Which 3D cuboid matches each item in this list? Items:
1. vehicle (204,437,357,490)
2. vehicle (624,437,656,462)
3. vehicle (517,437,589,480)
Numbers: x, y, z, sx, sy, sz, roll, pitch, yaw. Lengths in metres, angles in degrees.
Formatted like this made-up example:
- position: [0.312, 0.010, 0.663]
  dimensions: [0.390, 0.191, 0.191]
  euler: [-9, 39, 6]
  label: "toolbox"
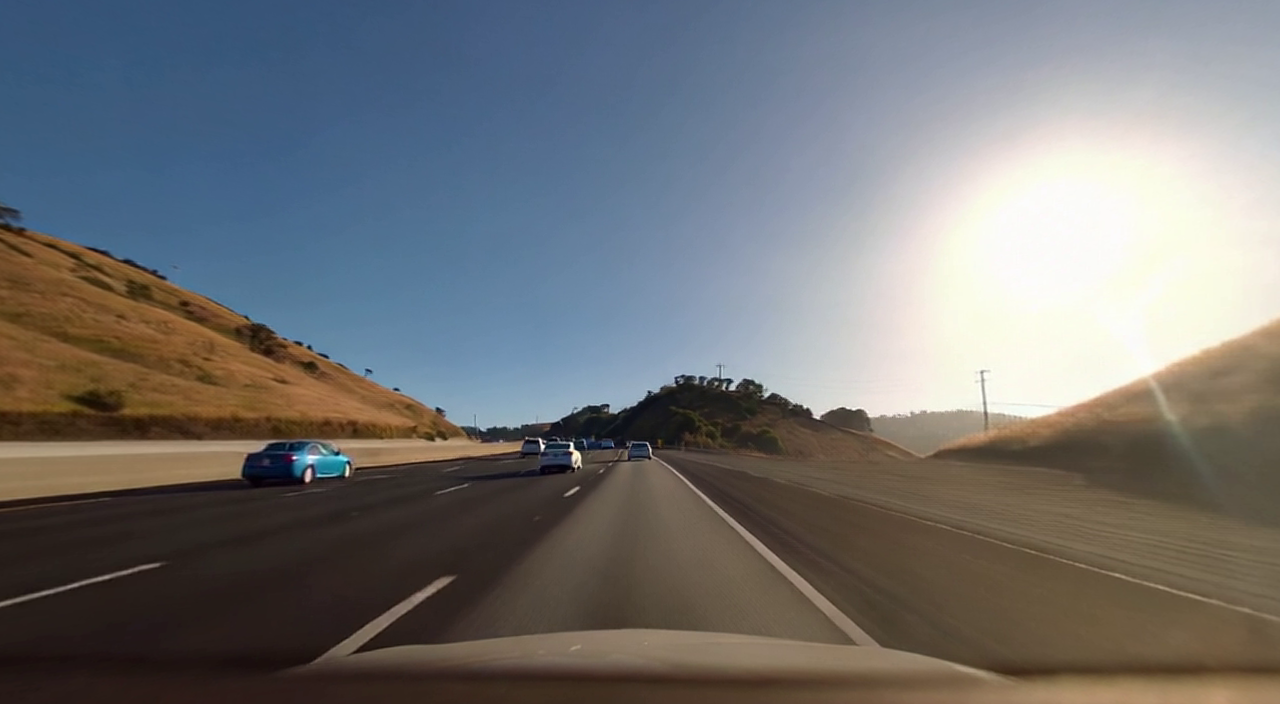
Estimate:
- position: [-11.234, 3.496, 20.250]
  dimensions: [1.945, 1.466, 4.947]
  euler: [-1, -8, 1]
  label: "vehicle"
- position: [0.016, 6.990, 45.291]
  dimensions: [2.138, 1.674, 4.044]
  euler: [0, -8, 0]
  label: "vehicle"
- position: [-3.317, 4.152, 24.923]
  dimensions: [2.080, 1.505, 4.649]
  euler: [-1, -8, 1]
  label: "vehicle"
